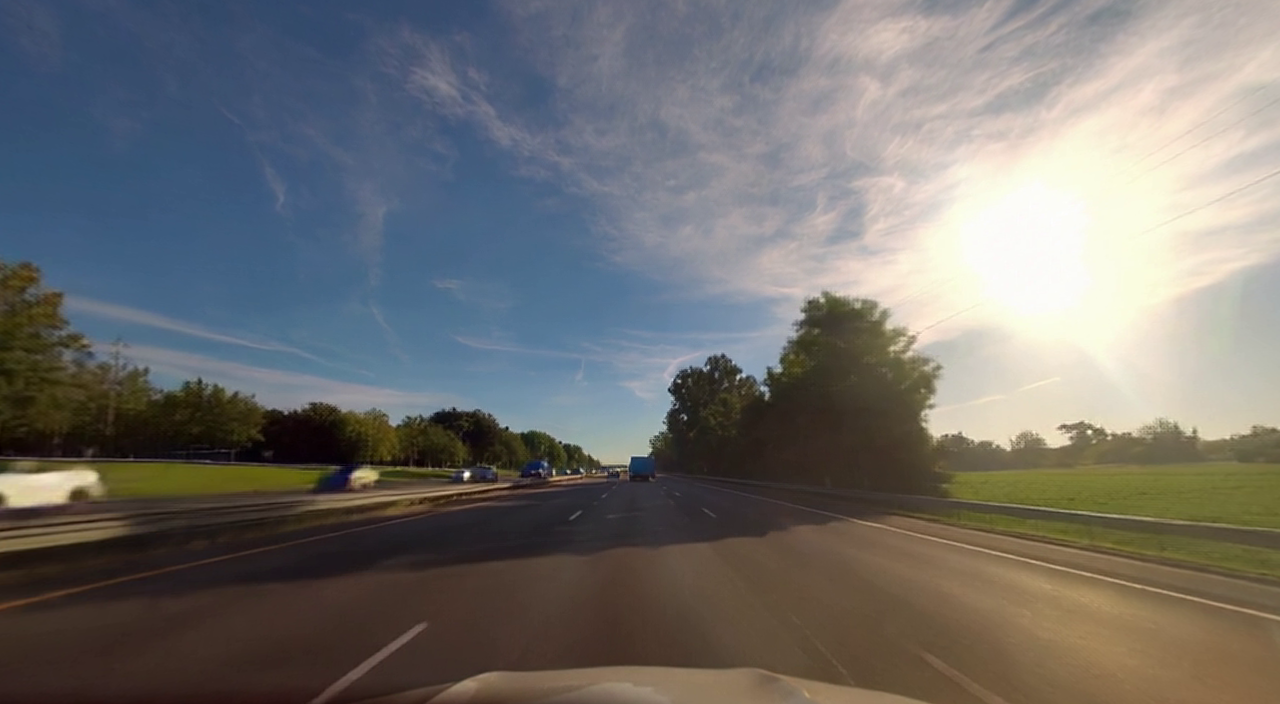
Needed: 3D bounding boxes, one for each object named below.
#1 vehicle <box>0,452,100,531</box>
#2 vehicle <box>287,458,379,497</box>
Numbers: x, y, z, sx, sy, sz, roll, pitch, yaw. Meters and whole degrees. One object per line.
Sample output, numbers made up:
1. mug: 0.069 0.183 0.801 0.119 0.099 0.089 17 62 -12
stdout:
1. vehicle: -12.988 2.628 11.968 1.856 1.473 4.003 1 -11 0
2. vehicle: -13.121 5.408 27.221 1.869 1.492 4.057 1 -11 0
